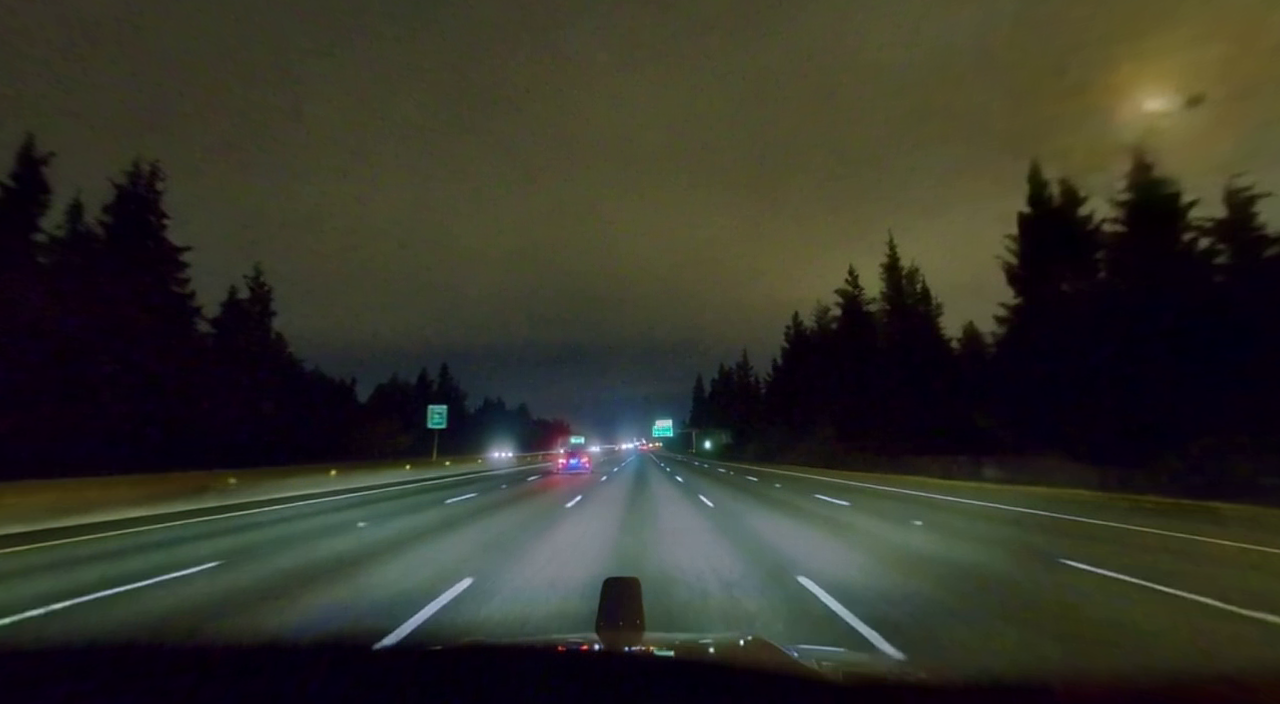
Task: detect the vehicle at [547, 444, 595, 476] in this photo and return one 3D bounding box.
[{"bbox_3d":[-3.521,5.642,33.063,1.979,1.521,4.147,0,-9,1],"label":"vehicle"}]
